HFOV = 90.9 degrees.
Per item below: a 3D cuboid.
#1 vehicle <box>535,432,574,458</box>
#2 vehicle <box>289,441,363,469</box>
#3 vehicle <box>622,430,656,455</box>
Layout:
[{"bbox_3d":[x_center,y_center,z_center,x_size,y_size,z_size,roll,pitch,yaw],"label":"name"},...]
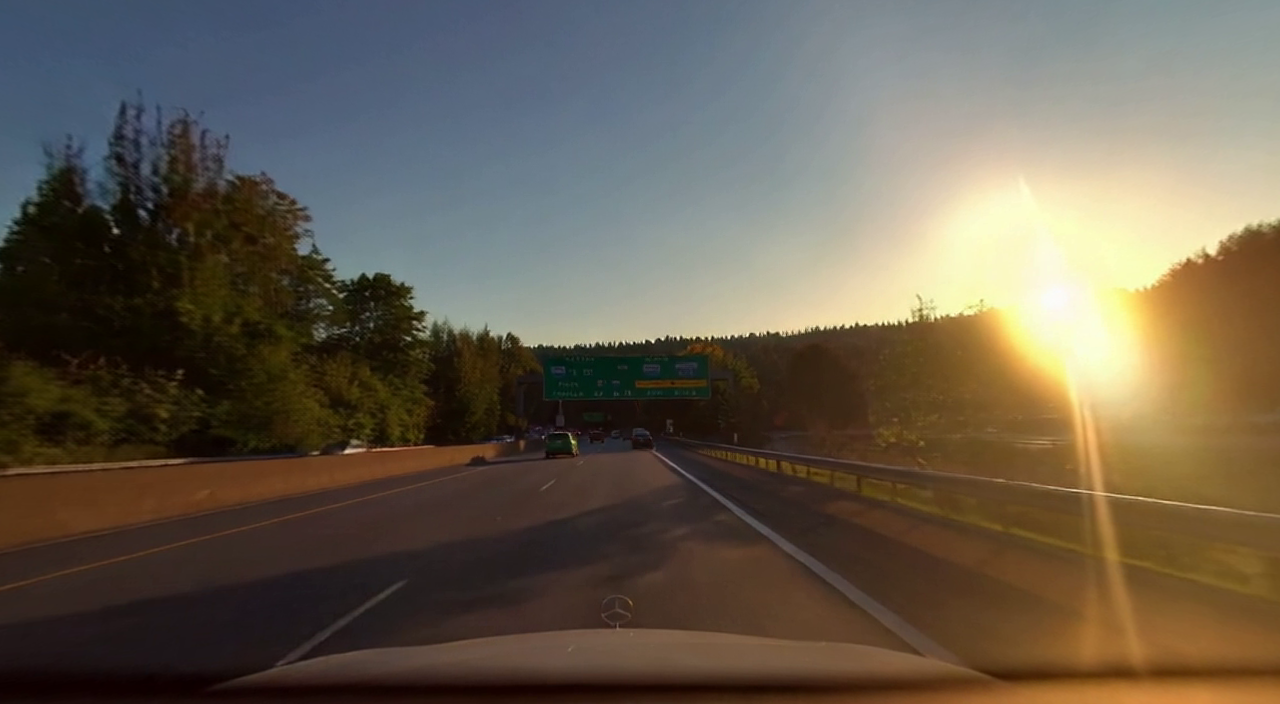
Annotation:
[{"bbox_3d":[-5.261,5.729,39.132,1.959,1.514,3.668,0,-8,-1],"label":"vehicle"},{"bbox_3d":[-17.704,5.794,35.828,1.939,1.469,4.527,0,-8,-1],"label":"vehicle"},{"bbox_3d":[-0.049,6.017,41.883,2.139,1.561,4.060,0,-8,0],"label":"vehicle"}]
